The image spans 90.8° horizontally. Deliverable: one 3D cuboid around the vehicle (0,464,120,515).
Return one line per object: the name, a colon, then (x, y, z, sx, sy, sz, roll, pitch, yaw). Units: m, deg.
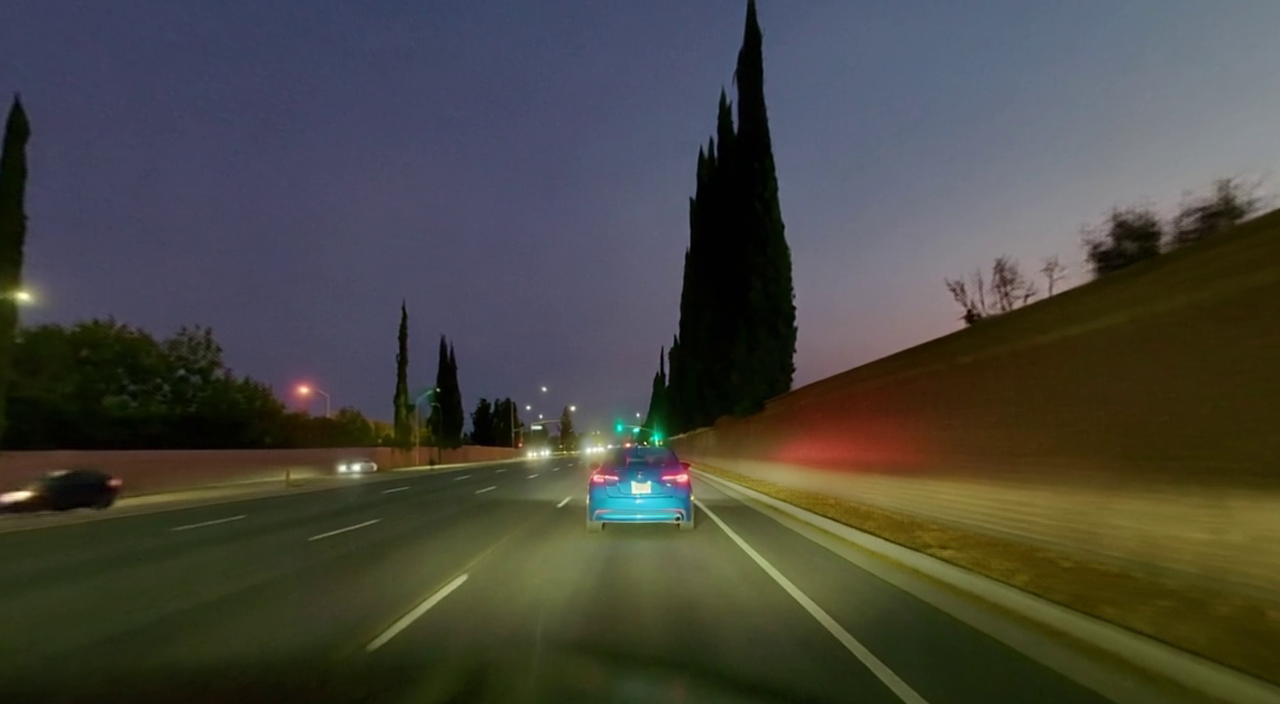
vehicle: (-21.530, 4.808, 22.525, 1.950, 1.485, 4.711, 0, -8, 0)

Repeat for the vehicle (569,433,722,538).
vehicle: (0.068, 2.253, 11.330, 2.205, 1.509, 4.272, 0, -8, 0)
